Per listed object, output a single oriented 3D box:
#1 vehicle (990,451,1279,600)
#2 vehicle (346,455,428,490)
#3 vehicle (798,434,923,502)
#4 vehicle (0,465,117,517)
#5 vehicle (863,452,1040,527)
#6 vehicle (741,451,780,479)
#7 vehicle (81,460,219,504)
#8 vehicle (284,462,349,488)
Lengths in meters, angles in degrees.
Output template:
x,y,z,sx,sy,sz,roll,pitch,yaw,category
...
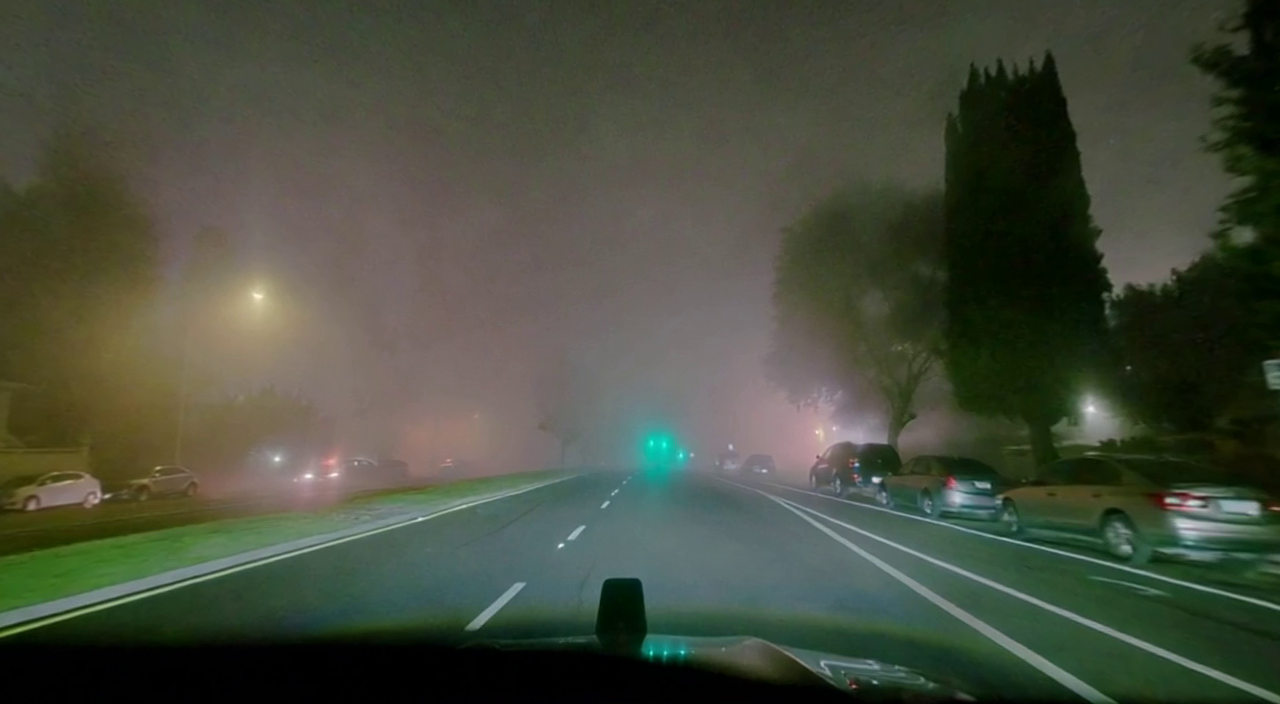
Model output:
x,y,z,sx,sy,sz,roll,pitch,yaw,category
7.131,2.115,8.657,1.992,1.474,4.534,0,-9,0,vehicle
-11.597,5.535,29.143,1.914,1.472,4.480,0,-9,0,vehicle
7.553,4.044,22.279,2.306,2.088,5.571,0,-9,-1,vehicle
-20.787,4.655,21.292,1.881,1.503,4.899,0,-9,0,vehicle
7.175,3.184,15.155,1.853,1.480,4.666,0,-9,0,vehicle
7.894,7.452,41.599,1.910,1.686,4.399,0,-9,3,vehicle
-20.792,5.515,27.015,1.868,1.620,5.039,0,-9,0,vehicle
-20.691,7.882,40.345,1.910,1.493,4.190,0,-9,1,vehicle
